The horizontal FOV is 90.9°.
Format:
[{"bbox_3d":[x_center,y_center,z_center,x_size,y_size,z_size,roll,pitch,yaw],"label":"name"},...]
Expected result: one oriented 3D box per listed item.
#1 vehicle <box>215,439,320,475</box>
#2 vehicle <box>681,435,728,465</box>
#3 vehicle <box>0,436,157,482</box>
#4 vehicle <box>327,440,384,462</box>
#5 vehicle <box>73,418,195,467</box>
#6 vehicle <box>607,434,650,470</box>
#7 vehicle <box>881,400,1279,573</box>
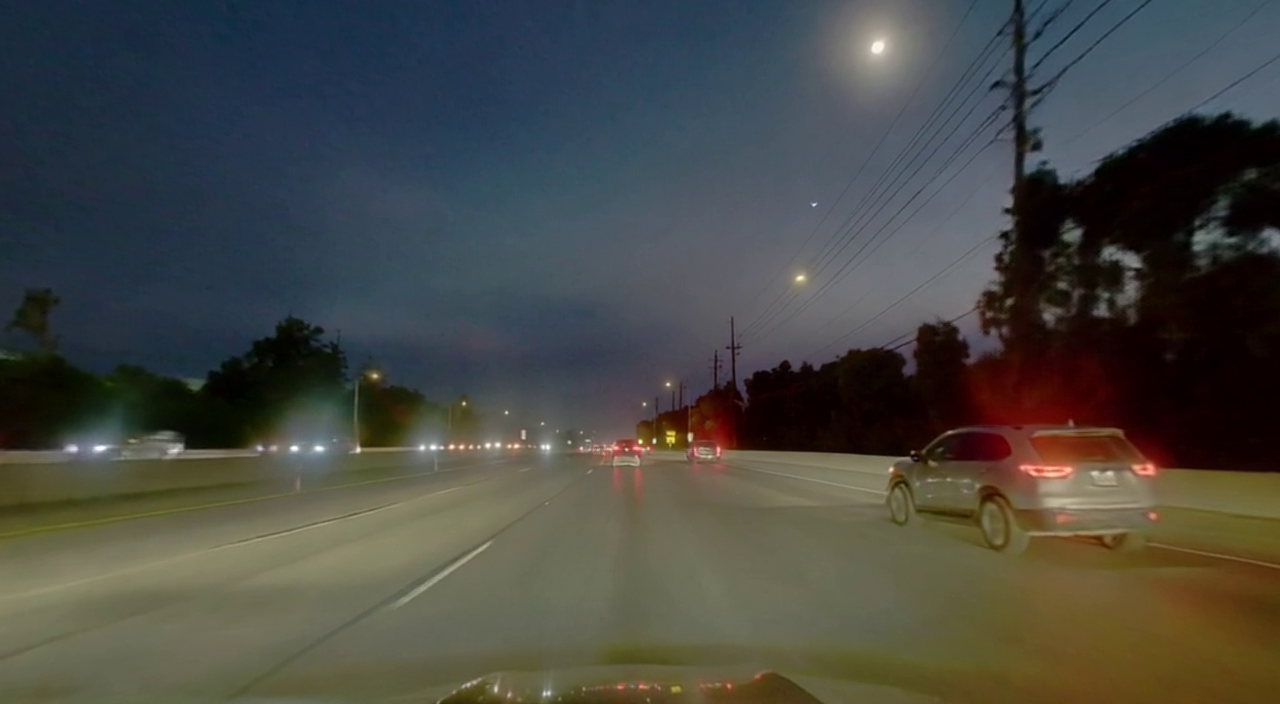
[{"bbox_3d":[-16.456,4.640,28.163,1.902,1.437,4.601,0,-8,0],"label":"vehicle"},{"bbox_3d":[3.929,6.096,39.417,2.099,1.720,4.829,0,-8,-4],"label":"vehicle"},{"bbox_3d":[-20.520,3.873,23.138,1.888,1.487,4.730,0,-8,-1],"label":"vehicle"},{"bbox_3d":[-20.954,7.328,46.678,1.881,1.516,5.010,0,-8,0],"label":"vehicle"},{"bbox_3d":[-27.613,4.965,34.728,2.283,2.462,5.387,0,-8,-2],"label":"vehicle"},{"bbox_3d":[-0.680,5.430,34.412,2.192,1.769,4.287,0,-8,-2],"label":"vehicle"},{"bbox_3d":[5.449,1.696,8.777,2.102,1.723,4.745,0,-8,-3],"label":"vehicle"}]
